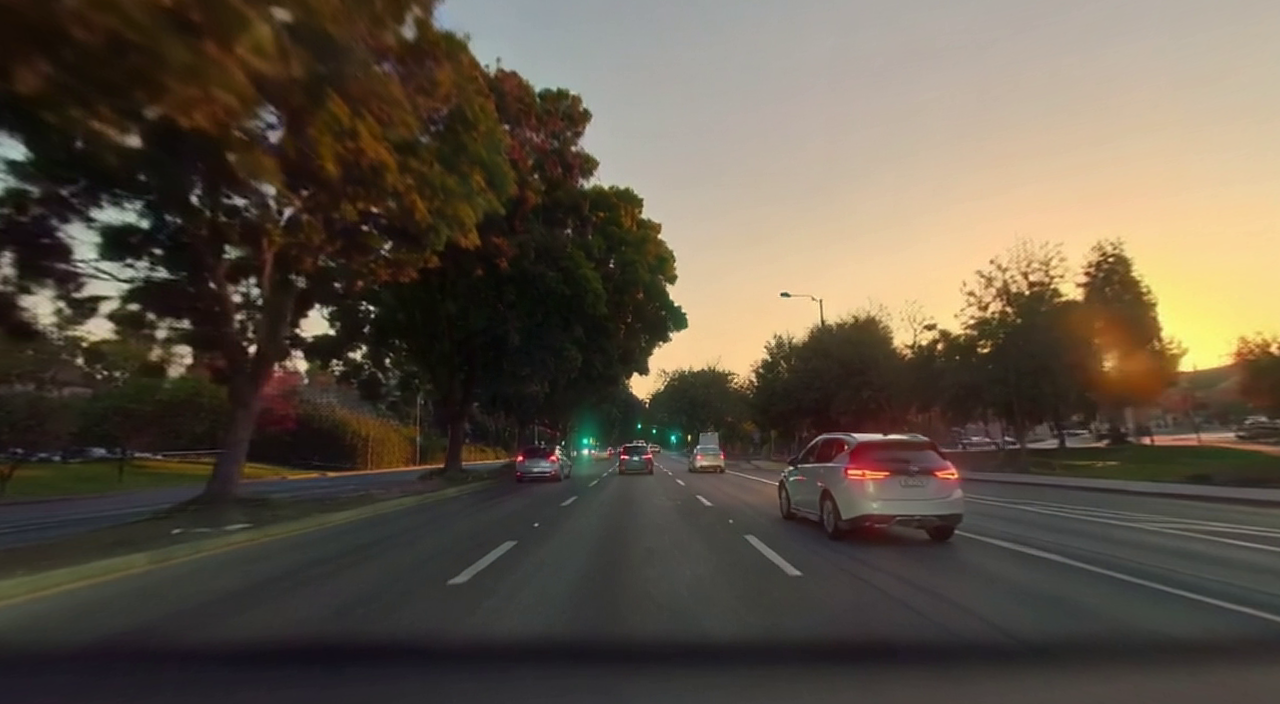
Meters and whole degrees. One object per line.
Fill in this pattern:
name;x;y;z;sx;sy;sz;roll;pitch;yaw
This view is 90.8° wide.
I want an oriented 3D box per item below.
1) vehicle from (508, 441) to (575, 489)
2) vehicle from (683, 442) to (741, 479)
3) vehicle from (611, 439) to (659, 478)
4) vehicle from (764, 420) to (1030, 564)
vehicle;-3.561;4.138;23.544;1.823;1.602;4.061;0;-8;0
vehicle;3.234;4.964;29.096;2.068;1.541;4.041;0;-8;-2
vehicle;-0.259;5.075;30.378;2.150;1.725;4.096;0;-8;-1
vehicle;3.455;1.973;9.749;2.069;1.644;4.714;0;-8;-1
